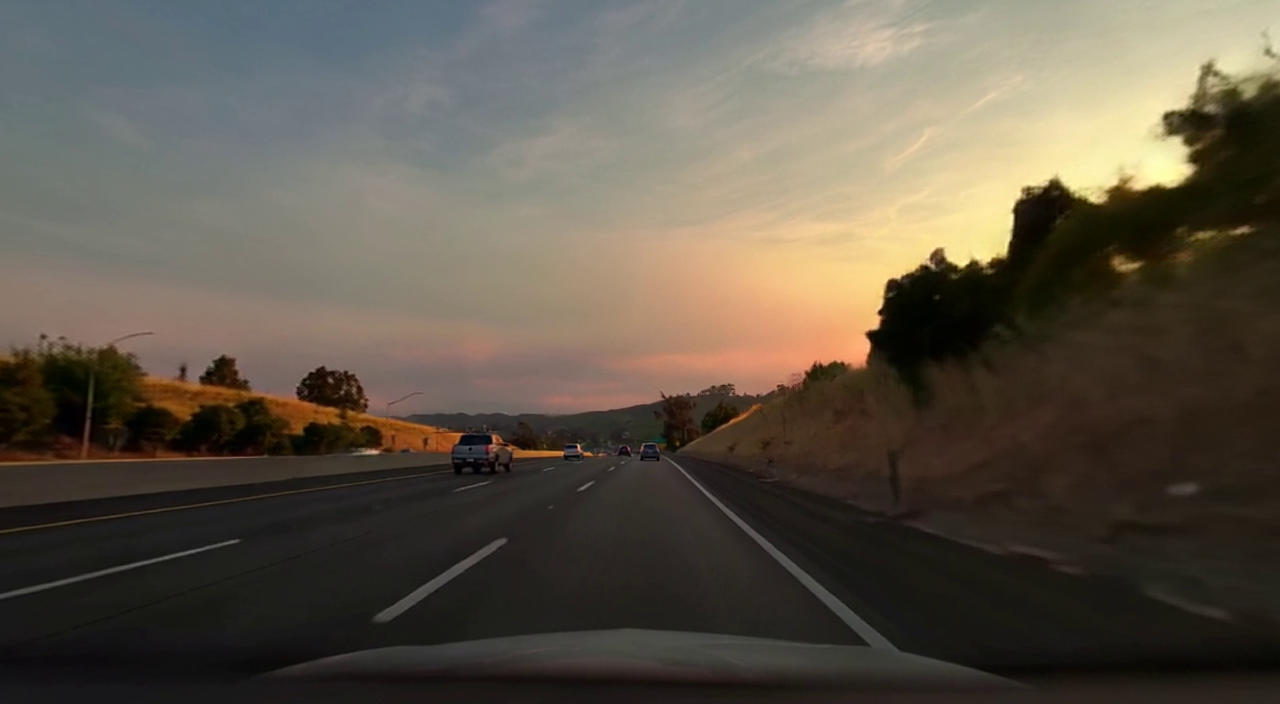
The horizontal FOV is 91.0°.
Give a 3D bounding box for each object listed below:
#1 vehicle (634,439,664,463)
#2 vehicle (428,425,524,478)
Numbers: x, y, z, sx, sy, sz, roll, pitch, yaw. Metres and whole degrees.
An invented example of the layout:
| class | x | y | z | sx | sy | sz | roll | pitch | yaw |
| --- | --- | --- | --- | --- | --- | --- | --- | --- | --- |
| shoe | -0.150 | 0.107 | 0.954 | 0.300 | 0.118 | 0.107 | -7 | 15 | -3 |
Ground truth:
| class | x | y | z | sx | sy | sz | roll | pitch | yaw |
| --- | --- | --- | --- | --- | --- | --- | --- | --- | --- |
| vehicle | 0.693 | 7.416 | 47.222 | 2.141 | 1.706 | 4.065 | 0 | -8 | 1 |
| vehicle | -6.658 | 4.143 | 26.381 | 2.438 | 1.967 | 5.596 | 0 | -8 | 1 |
